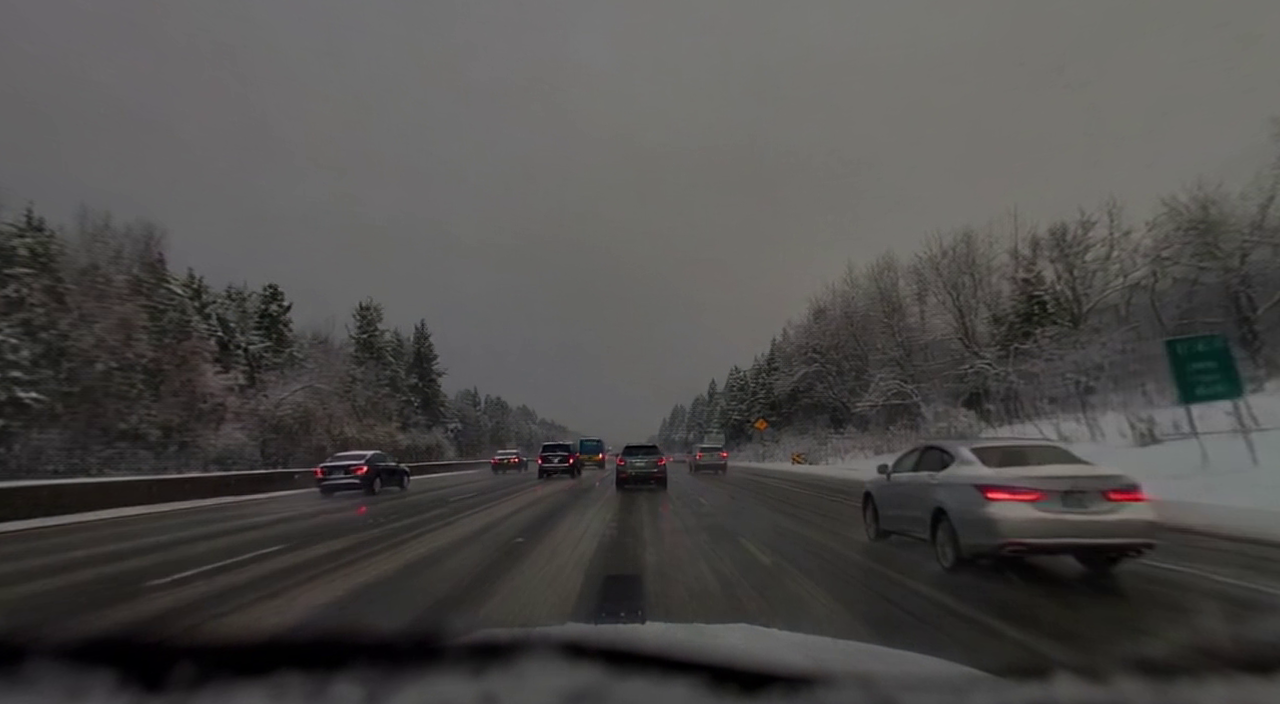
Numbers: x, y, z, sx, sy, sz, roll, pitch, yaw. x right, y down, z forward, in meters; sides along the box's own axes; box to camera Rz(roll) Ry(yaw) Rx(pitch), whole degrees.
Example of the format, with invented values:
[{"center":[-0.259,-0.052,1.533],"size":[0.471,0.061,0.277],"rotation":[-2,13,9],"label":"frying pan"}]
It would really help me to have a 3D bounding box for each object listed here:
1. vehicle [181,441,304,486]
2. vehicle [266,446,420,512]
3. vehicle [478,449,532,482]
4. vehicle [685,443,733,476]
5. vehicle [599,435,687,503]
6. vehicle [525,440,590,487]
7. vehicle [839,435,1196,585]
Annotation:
[{"center":[-16.701,4.688,26.837],"size":[2.096,1.725,4.835],"rotation":[0,-9,0],"label":"vehicle"},{"center":[-7.743,3.312,17.004],"size":[1.927,1.514,4.474],"rotation":[0,-9,0],"label":"vehicle"},{"center":[-7.109,5.977,33.559],"size":[1.931,1.617,4.060],"rotation":[0,-9,1],"label":"vehicle"},{"center":[3.959,6.273,37.076],"size":[2.175,1.830,5.173],"rotation":[0,-9,-1],"label":"vehicle"},{"center":[0.110,3.297,18.177],"size":[2.223,1.722,4.177],"rotation":[0,-9,1],"label":"vehicle"},{"center":[-3.421,4.732,27.056],"size":[2.142,1.808,4.266],"rotation":[0,-9,1],"label":"vehicle"},{"center":[4.536,1.936,8.700],"size":[2.006,1.474,4.669],"rotation":[0,-9,0],"label":"vehicle"}]
